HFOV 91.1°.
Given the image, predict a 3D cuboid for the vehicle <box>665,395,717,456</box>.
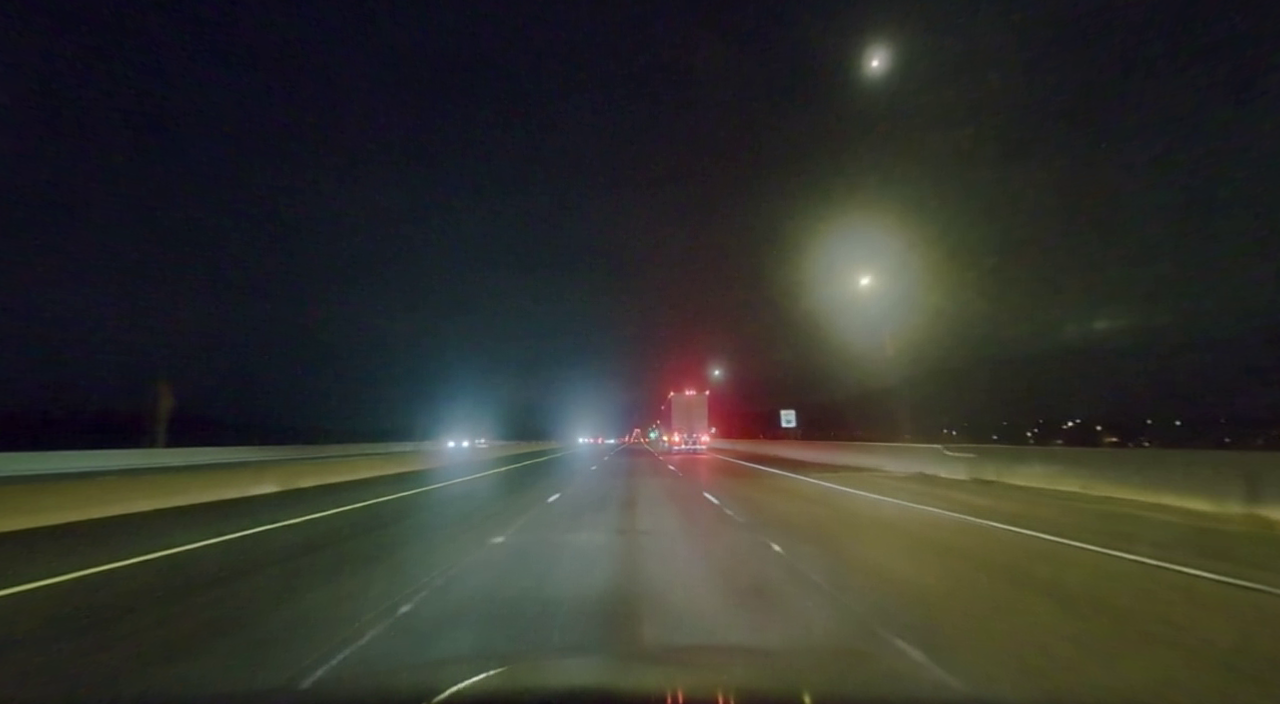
[{"bbox_3d":[3.485,5.358,45.229,2.859,3.981,8.596,0,-8,-1],"label":"vehicle"}]
